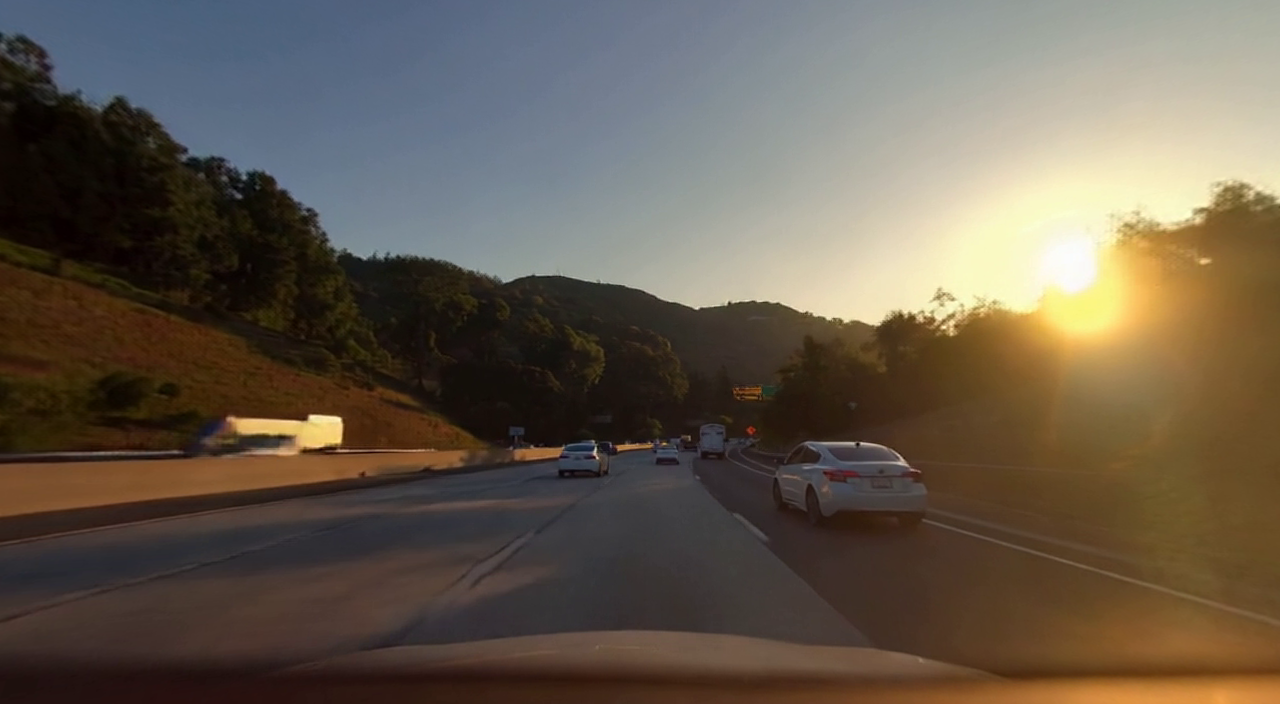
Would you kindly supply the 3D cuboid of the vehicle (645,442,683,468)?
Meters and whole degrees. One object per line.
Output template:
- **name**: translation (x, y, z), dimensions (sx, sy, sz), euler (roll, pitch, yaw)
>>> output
- **vehicle**: translation (1.525, 6.263, 38.624), dimensions (2.202, 1.467, 3.929), euler (-1, -8, 4)

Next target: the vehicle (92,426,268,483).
- **vehicle**: translation (-17.039, 3.849, 23.870), dimensions (2.389, 1.886, 5.415), euler (-1, -8, 3)

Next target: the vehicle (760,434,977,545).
- **vehicle**: translation (3.463, 2.153, 10.619), dimensions (2.013, 1.464, 4.317), euler (0, -8, 0)

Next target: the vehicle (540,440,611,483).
- **vehicle**: translation (-2.376, 4.217, 24.608), dimensions (2.031, 1.491, 4.792), euler (-1, -8, 3)
